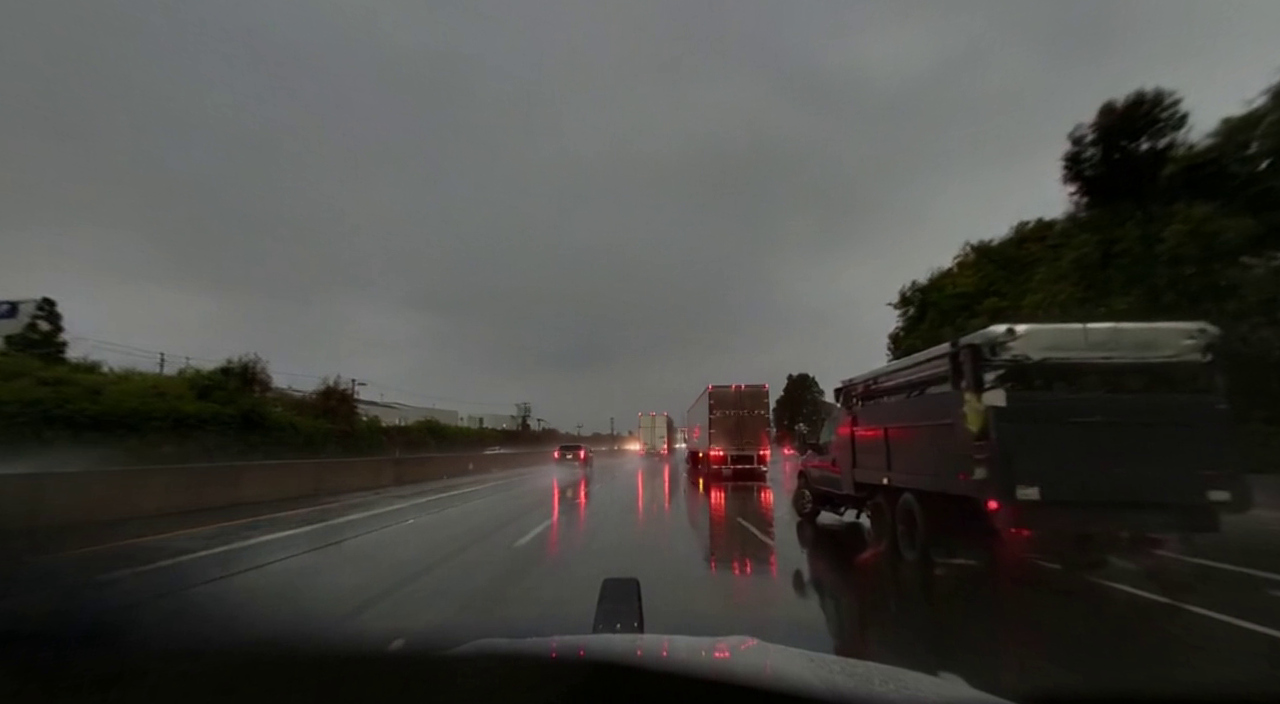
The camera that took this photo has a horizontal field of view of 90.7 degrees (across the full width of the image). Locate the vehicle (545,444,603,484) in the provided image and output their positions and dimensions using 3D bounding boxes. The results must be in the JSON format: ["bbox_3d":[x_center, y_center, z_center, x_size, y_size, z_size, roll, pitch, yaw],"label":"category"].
[{"bbox_3d":[-2.595,4.522,25.950,2.024,1.472,4.014,0,-9,-1],"label":"vehicle"}]

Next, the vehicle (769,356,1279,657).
[{"bbox_3d":[3.828,1.542,7.887,2.809,1.919,7.507,0,-9,-1],"label":"vehicle"}]

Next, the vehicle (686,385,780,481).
[{"bbox_3d":[4.380,4.387,33.221,2.951,3.974,13.340,0,-9,0],"label":"vehicle"}]
